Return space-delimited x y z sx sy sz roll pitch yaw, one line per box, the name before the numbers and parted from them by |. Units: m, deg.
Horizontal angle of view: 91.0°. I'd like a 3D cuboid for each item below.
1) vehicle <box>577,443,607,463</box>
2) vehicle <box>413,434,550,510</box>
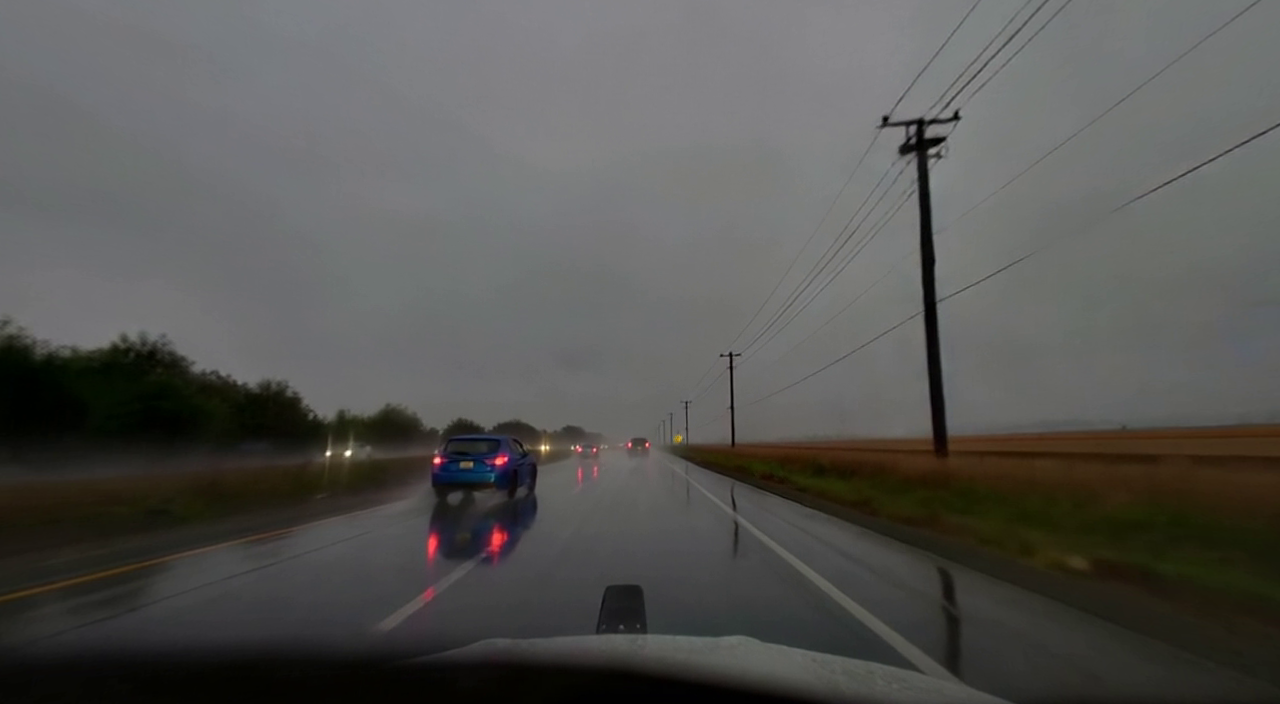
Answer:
vehicle | -3.706 7.916 49.540 1.953 1.517 4.407 0 -9 0
vehicle | -3.729 2.932 15.872 2.120 1.597 4.810 0 -9 1
